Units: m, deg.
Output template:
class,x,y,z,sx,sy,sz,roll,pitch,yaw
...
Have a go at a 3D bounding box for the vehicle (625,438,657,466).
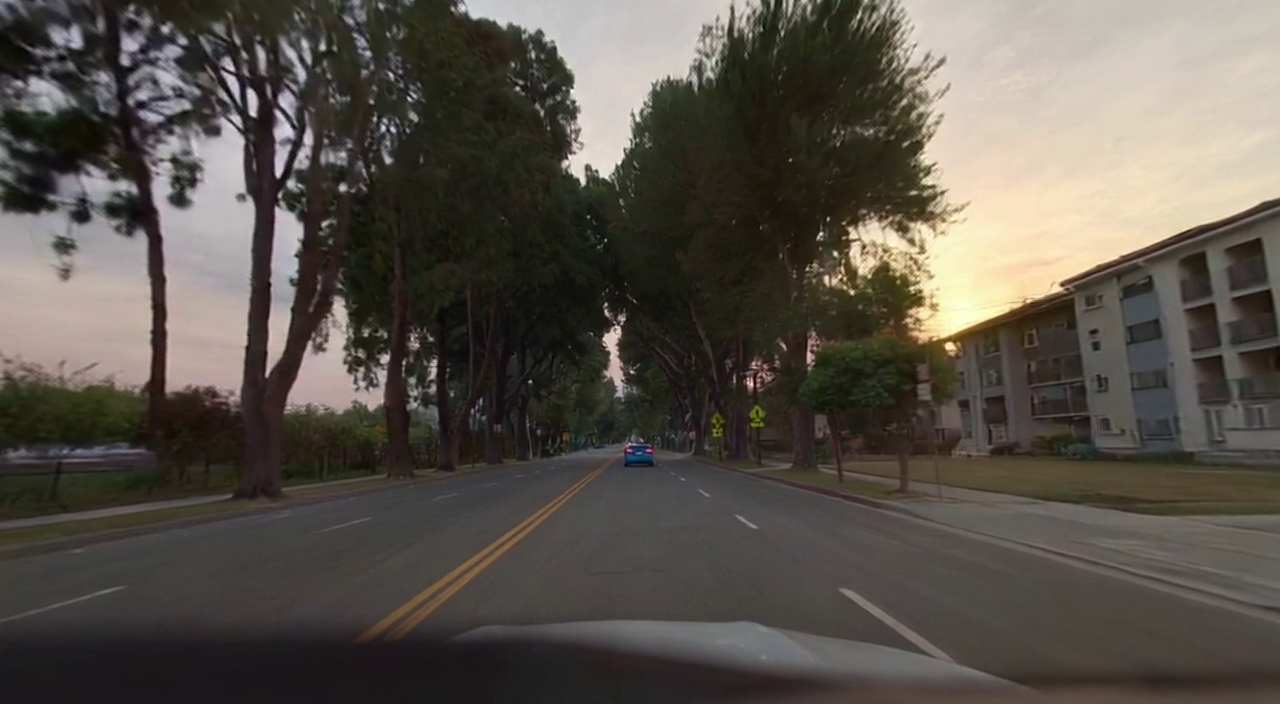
class,x,y,z,sx,sy,sz,roll,pitch,yaw
vehicle,0.101,6.482,40.846,1.981,1.703,3.691,0,-8,1
